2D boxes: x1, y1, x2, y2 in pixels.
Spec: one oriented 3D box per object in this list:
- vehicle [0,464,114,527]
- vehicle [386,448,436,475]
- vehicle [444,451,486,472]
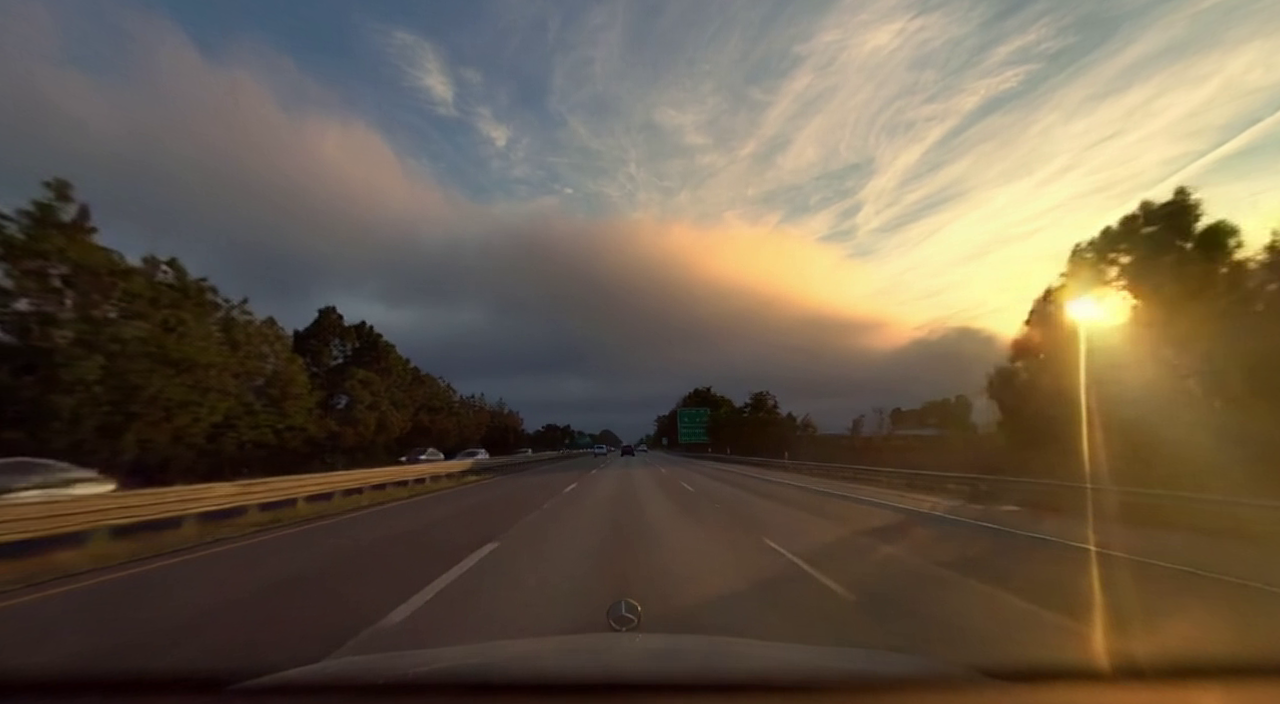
[{"bbox_3d":[-17.692,4.044,17.916,1.805,1.548,4.020,0,-9,-1],"label":"vehicle"},{"bbox_3d":[-17.745,8.487,48.866,2.050,1.942,4.972,0,-9,-1],"label":"vehicle"},{"bbox_3d":[-13.754,8.614,49.496,1.944,1.518,4.723,0,-9,-1],"label":"vehicle"}]
